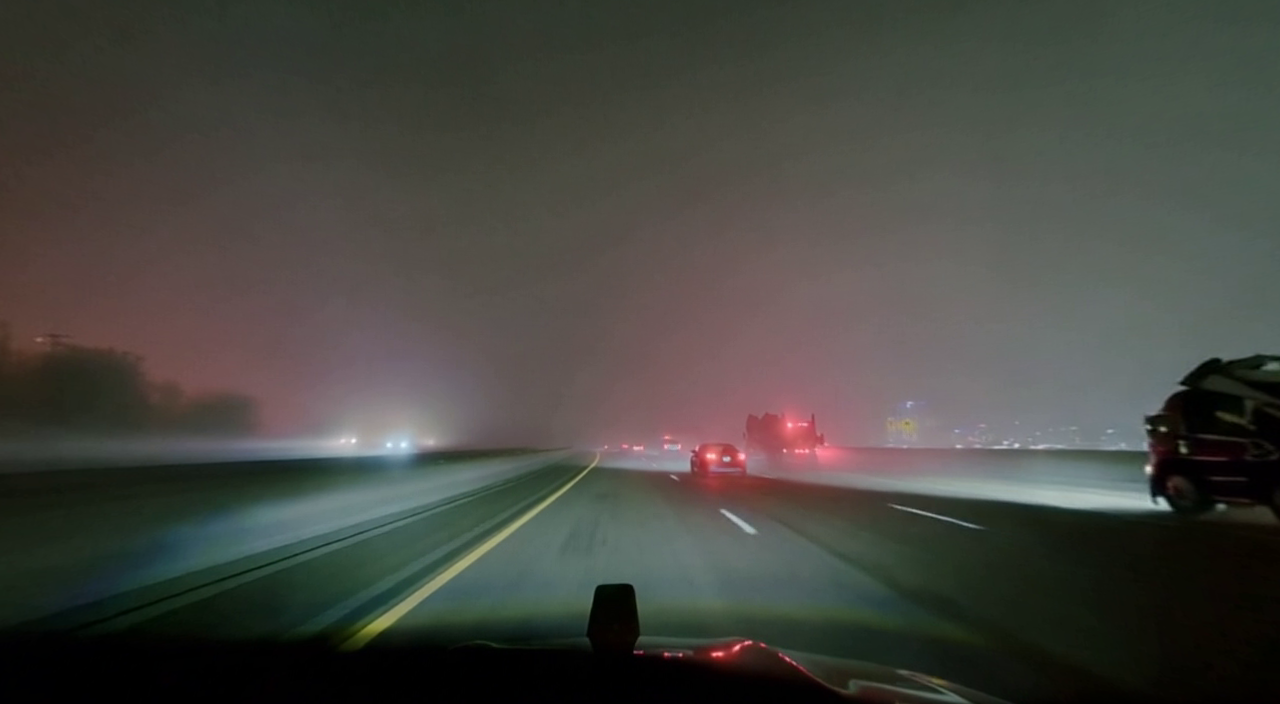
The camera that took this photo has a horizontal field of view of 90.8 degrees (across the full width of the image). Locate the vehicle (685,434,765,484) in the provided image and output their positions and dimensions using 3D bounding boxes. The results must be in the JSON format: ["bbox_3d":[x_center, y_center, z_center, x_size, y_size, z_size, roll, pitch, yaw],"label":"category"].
[{"bbox_3d":[3.126,4.055,24.332,2.305,1.729,4.526,0,-8,-2],"label":"vehicle"}]
